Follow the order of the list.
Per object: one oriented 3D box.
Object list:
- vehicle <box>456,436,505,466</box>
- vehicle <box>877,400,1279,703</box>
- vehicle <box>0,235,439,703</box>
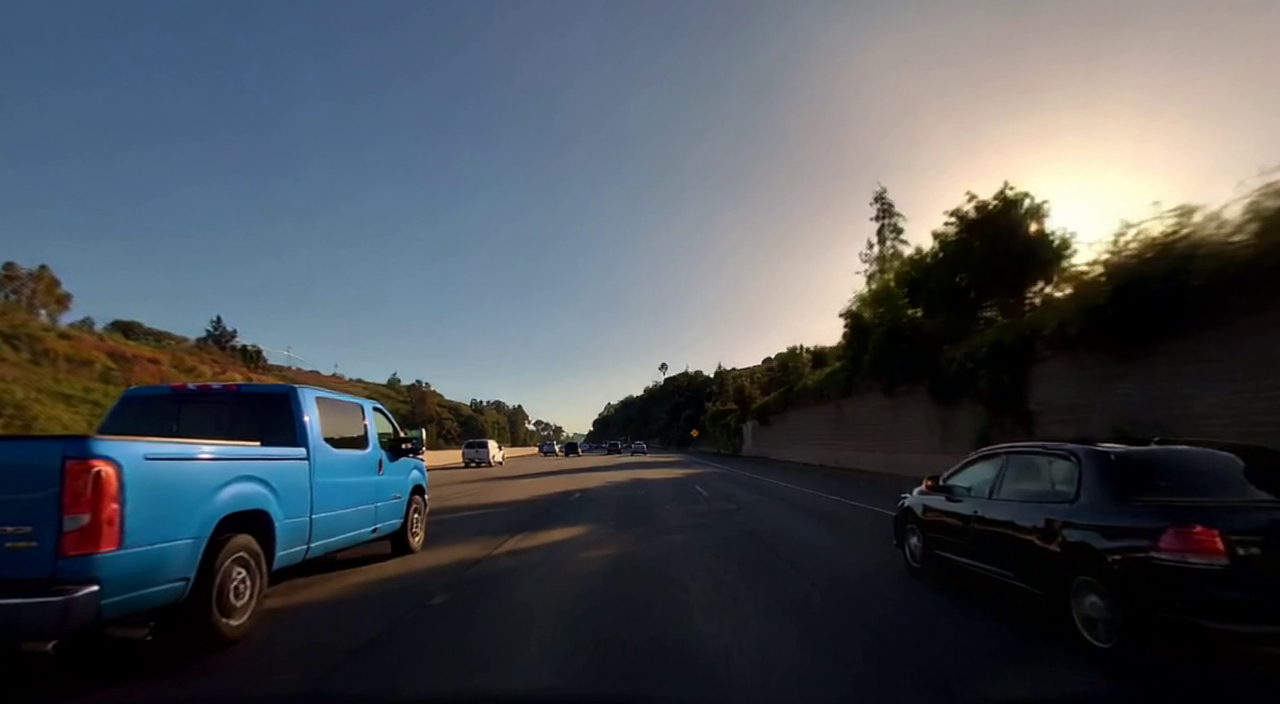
[{"bbox_3d":[-10.729,6.684,42.871,2.012,1.875,4.895,0,-9,1],"label":"vehicle"},{"bbox_3d":[3.725,1.268,4.673,2.047,1.524,4.619,0,-9,-1],"label":"vehicle"},{"bbox_3d":[-3.620,0.913,4.251,2.483,2.100,6.208,0,-9,0],"label":"vehicle"}]
